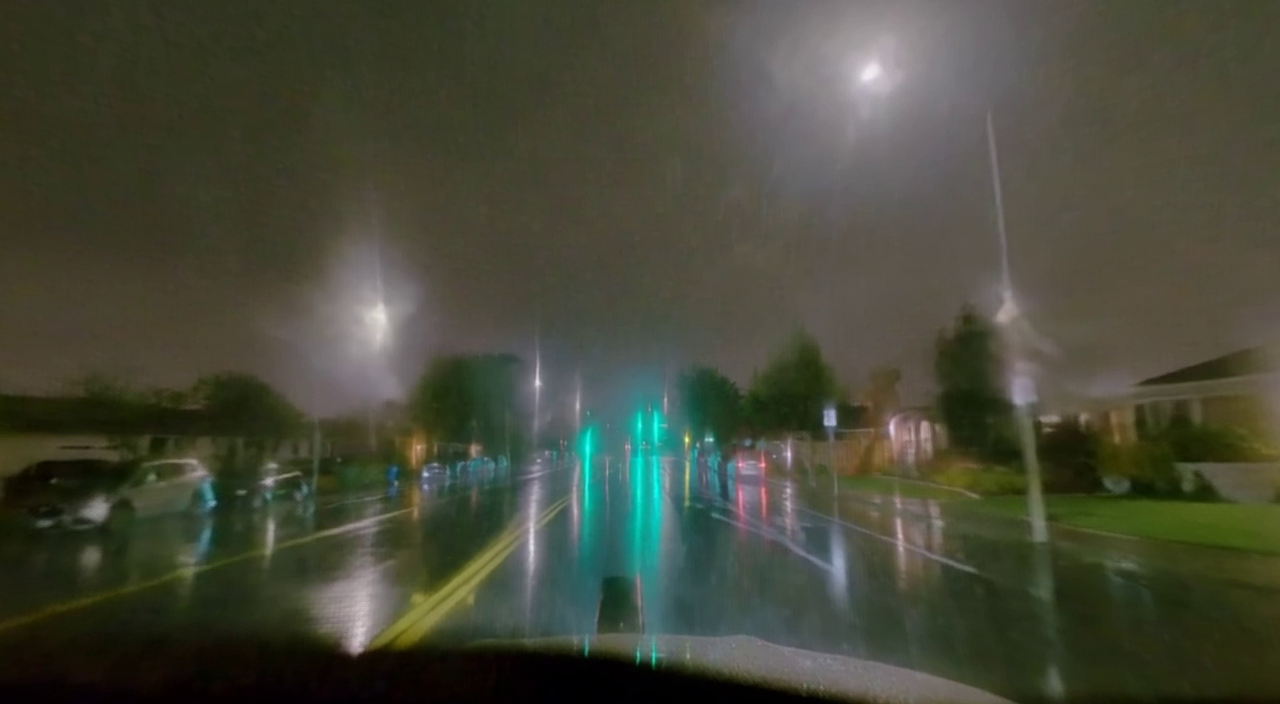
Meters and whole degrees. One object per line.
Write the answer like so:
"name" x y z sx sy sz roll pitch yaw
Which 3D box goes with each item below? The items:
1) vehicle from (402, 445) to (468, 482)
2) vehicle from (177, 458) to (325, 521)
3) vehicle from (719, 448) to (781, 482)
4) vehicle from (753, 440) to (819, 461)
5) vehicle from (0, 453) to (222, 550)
"vehicle" -12.201 6.708 38.043 2.156 1.935 5.464 -3 -10 0
"vehicle" -12.180 4.287 20.211 1.872 1.472 4.719 -6 -9 -1
"vehicle" 5.009 5.190 29.419 1.923 1.454 4.460 0 -9 -2
"vehicle" 11.165 7.584 48.642 4.622 1.595 2.105 -1 -9 3
"vehicle" -12.638 3.472 15.383 1.988 1.741 4.379 -7 -8 -2
